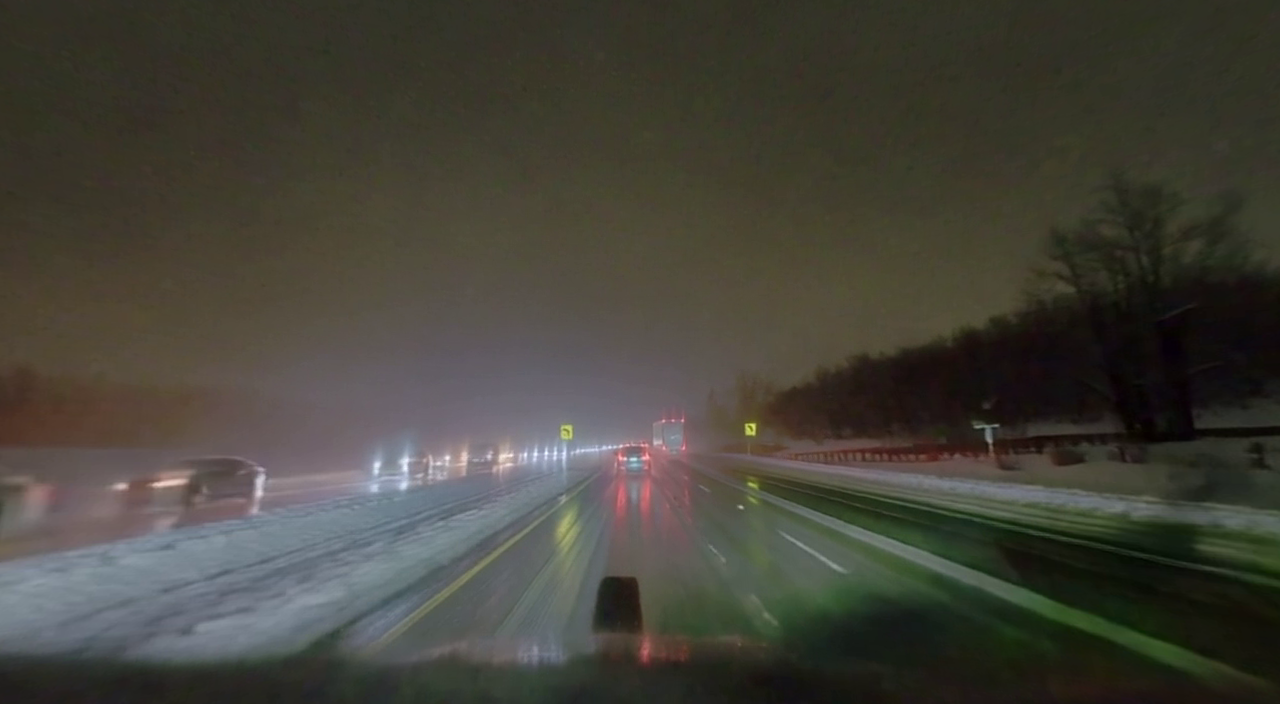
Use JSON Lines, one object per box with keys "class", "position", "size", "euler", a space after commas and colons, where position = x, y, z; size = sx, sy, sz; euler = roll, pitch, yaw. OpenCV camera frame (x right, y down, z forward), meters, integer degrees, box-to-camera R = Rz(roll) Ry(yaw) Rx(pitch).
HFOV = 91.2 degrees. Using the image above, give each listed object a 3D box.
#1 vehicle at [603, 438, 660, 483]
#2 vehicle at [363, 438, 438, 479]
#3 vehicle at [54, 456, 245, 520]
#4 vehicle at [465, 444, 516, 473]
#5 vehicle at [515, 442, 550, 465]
{"class": "vehicle", "position": [-0.325, 4.051, 23.710], "size": [1.971, 1.518, 4.108], "euler": [0, -9, -1]}
{"class": "vehicle", "position": [-12.720, 5.688, 33.667], "size": [2.119, 1.974, 4.823], "euler": [0, -9, -1]}
{"class": "vehicle", "position": [-12.945, 3.566, 16.950], "size": [1.882, 1.432, 4.042], "euler": [0, -9, 0]}
{"class": "vehicle", "position": [-8.486, 6.091, 35.887], "size": [1.911, 1.535, 4.238], "euler": [0, -9, 0]}
{"class": "vehicle", "position": [-8.375, 7.966, 49.084], "size": [1.981, 1.681, 4.398], "euler": [0, -9, 0]}
